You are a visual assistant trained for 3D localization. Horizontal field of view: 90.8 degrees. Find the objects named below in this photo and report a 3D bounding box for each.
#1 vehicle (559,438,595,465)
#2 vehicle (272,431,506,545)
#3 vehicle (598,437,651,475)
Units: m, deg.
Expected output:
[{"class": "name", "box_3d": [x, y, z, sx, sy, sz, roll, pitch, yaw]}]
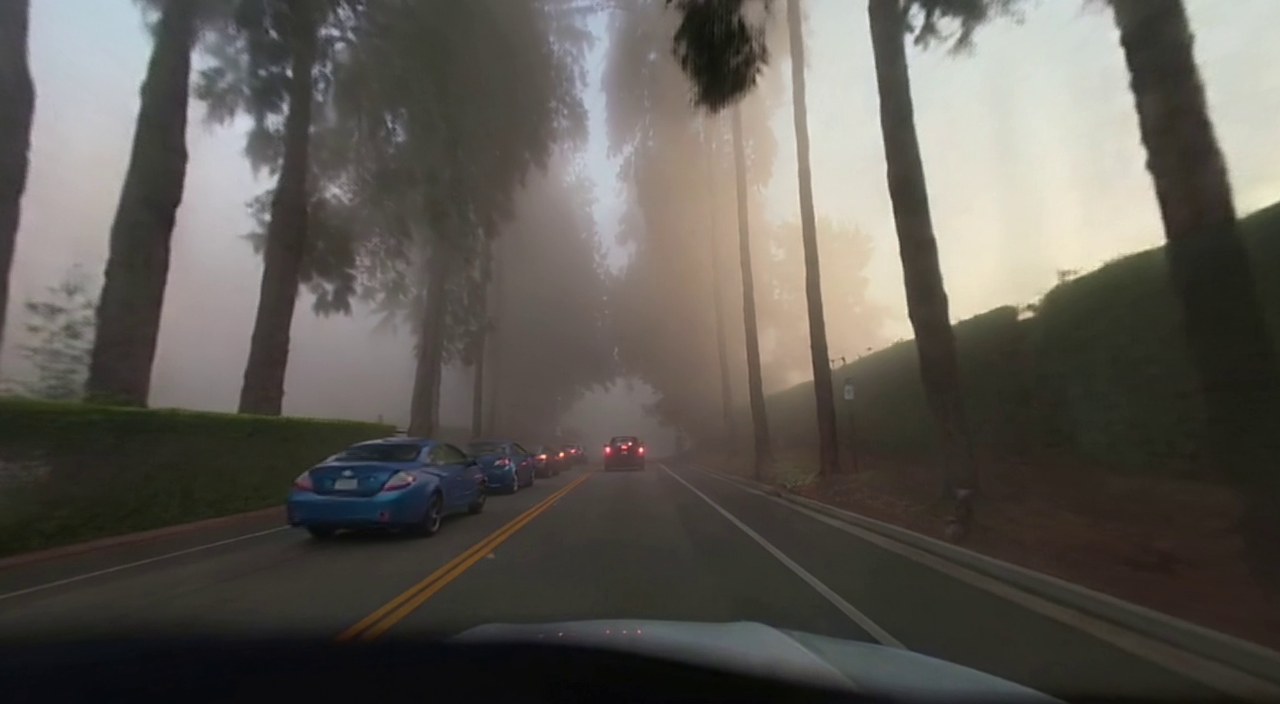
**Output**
[{"class": "vehicle", "box_3d": [-4.122, 6.579, 41.954, 1.983, 1.697, 4.285, 0, -8, 0]}, {"class": "vehicle", "box_3d": [-3.712, 2.083, 10.380, 2.030, 1.452, 4.312, 0, -8, 0]}, {"class": "vehicle", "box_3d": [-0.667, 4.536, 27.659, 2.127, 1.517, 4.090, 0, -8, -1]}]
